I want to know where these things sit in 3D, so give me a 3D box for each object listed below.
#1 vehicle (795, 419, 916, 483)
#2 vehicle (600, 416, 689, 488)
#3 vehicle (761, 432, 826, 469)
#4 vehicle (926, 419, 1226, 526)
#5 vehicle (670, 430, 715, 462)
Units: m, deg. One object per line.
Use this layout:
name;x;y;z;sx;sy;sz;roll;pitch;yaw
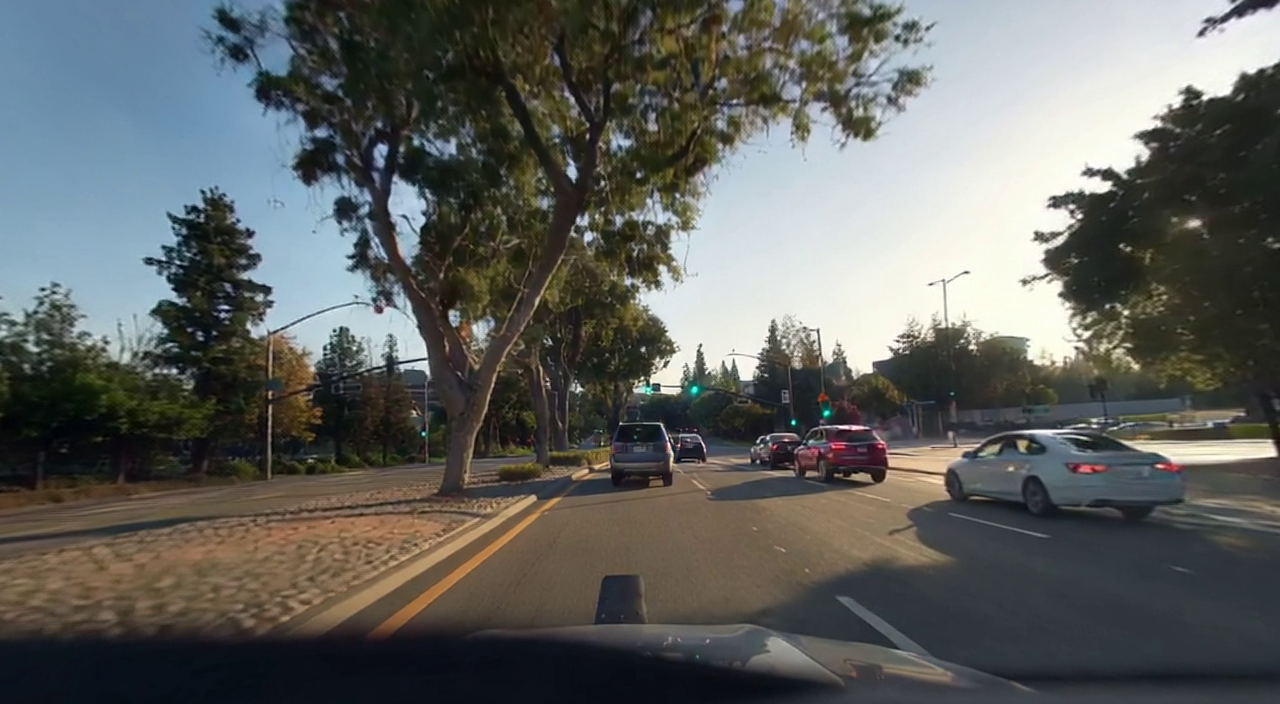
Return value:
vehicle;7.066;3.352;21.500;2.251;1.873;5.346;0;-9;0
vehicle;0.116;2.988;18.950;2.353;1.894;4.122;0;-9;0
vehicle;7.318;4.736;30.534;2.025;1.642;4.189;0;-9;0
vehicle;7.353;2.094;11.508;2.004;1.504;4.836;0;-9;0
vehicle;3.224;5.882;39.549;2.388;1.833;4.506;0;-9;-1
